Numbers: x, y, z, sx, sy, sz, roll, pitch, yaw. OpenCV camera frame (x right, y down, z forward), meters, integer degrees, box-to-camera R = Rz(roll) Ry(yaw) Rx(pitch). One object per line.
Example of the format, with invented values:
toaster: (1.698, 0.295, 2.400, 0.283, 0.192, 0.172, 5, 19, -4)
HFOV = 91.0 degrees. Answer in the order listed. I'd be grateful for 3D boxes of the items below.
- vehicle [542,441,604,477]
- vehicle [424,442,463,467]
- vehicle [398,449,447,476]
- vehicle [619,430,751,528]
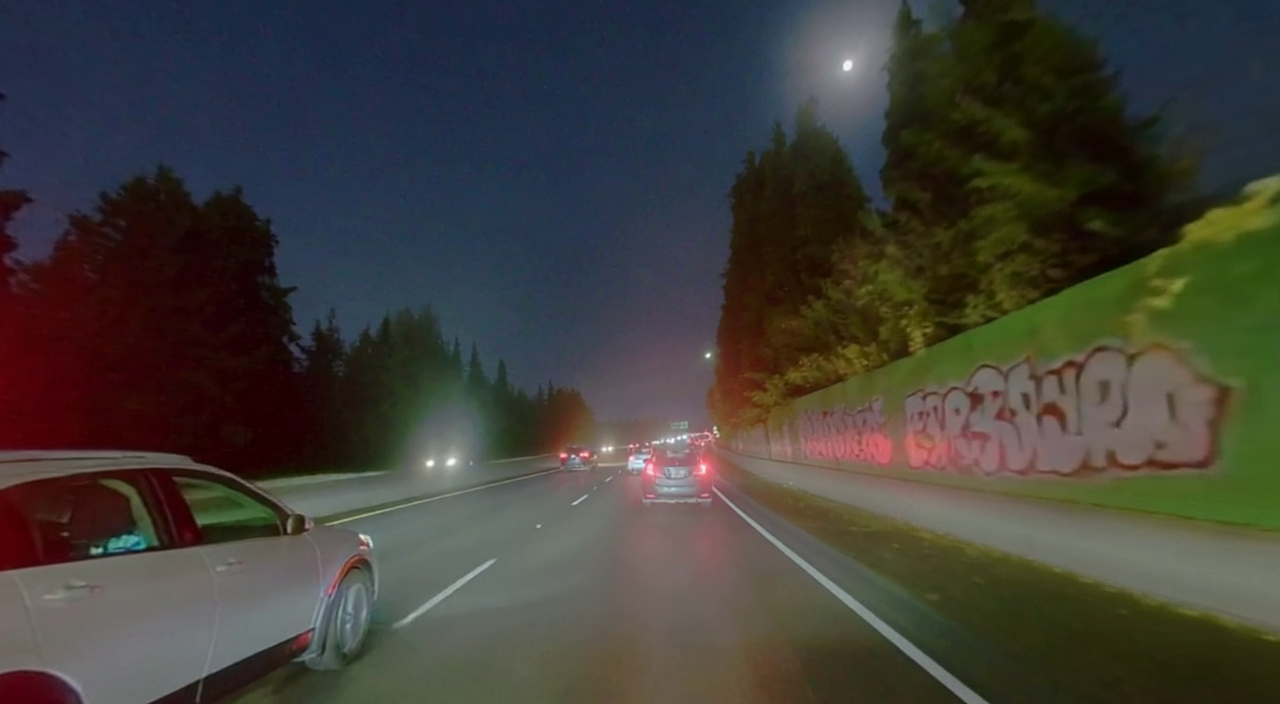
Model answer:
vehicle: (-2.861, 4.692, 27.869, 2.059, 1.471, 4.152, -1, -8, 3)
vehicle: (-15.128, 7.871, 48.612, 1.831, 1.837, 3.199, -1, -9, 3)
vehicle: (-15.220, 7.718, 44.229, 1.910, 1.820, 4.007, 0, -8, 1)
vehicle: (0.744, 2.297, 11.936, 2.077, 1.533, 3.854, 0, -8, 1)
